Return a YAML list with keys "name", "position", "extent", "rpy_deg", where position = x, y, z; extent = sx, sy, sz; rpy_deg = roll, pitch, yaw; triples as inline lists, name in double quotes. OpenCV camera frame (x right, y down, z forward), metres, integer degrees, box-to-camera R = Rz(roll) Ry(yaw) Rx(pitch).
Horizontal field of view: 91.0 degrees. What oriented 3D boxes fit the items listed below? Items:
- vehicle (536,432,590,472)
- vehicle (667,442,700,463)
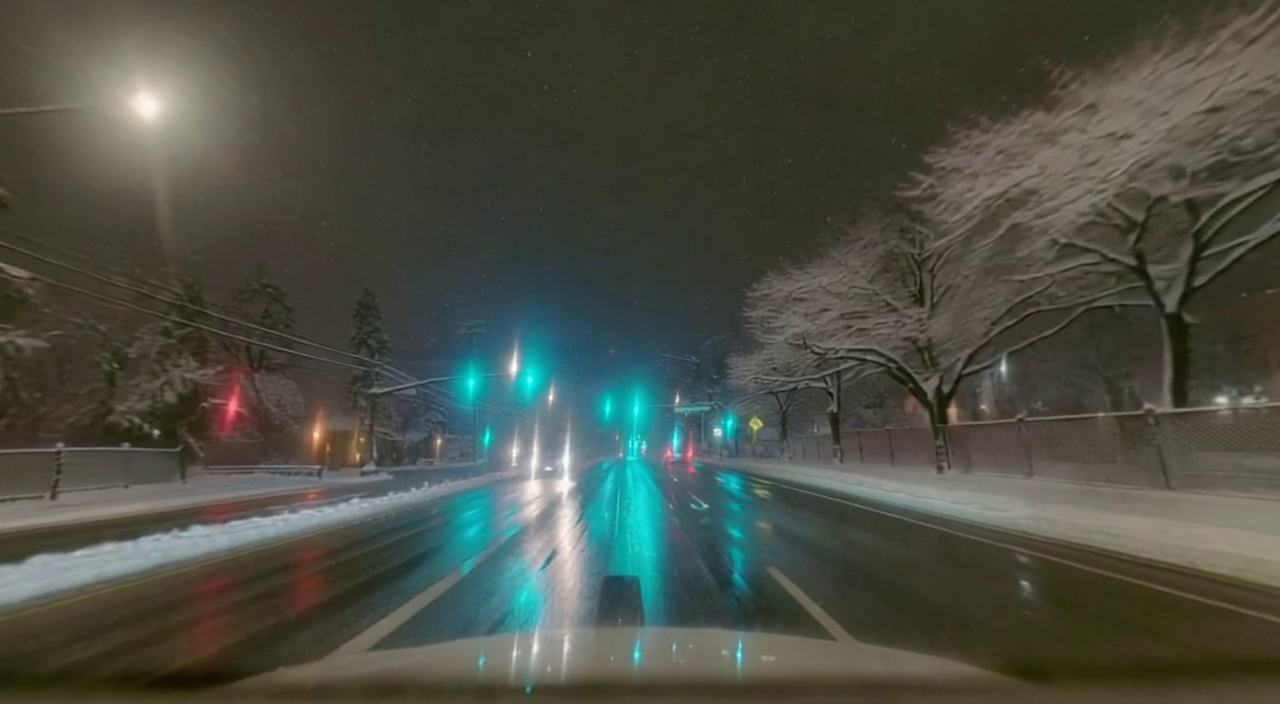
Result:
- name: "vehicle"
  position: [-3.734, 4.974, 31.361]
  extent: [2.078, 1.832, 4.746]
  rpy_deg: [0, -9, 0]
- name: "vehicle"
  position: [3.145, 7.369, 46.308]
  extent: [2.105, 1.490, 4.008]
  rpy_deg: [0, -9, -1]
